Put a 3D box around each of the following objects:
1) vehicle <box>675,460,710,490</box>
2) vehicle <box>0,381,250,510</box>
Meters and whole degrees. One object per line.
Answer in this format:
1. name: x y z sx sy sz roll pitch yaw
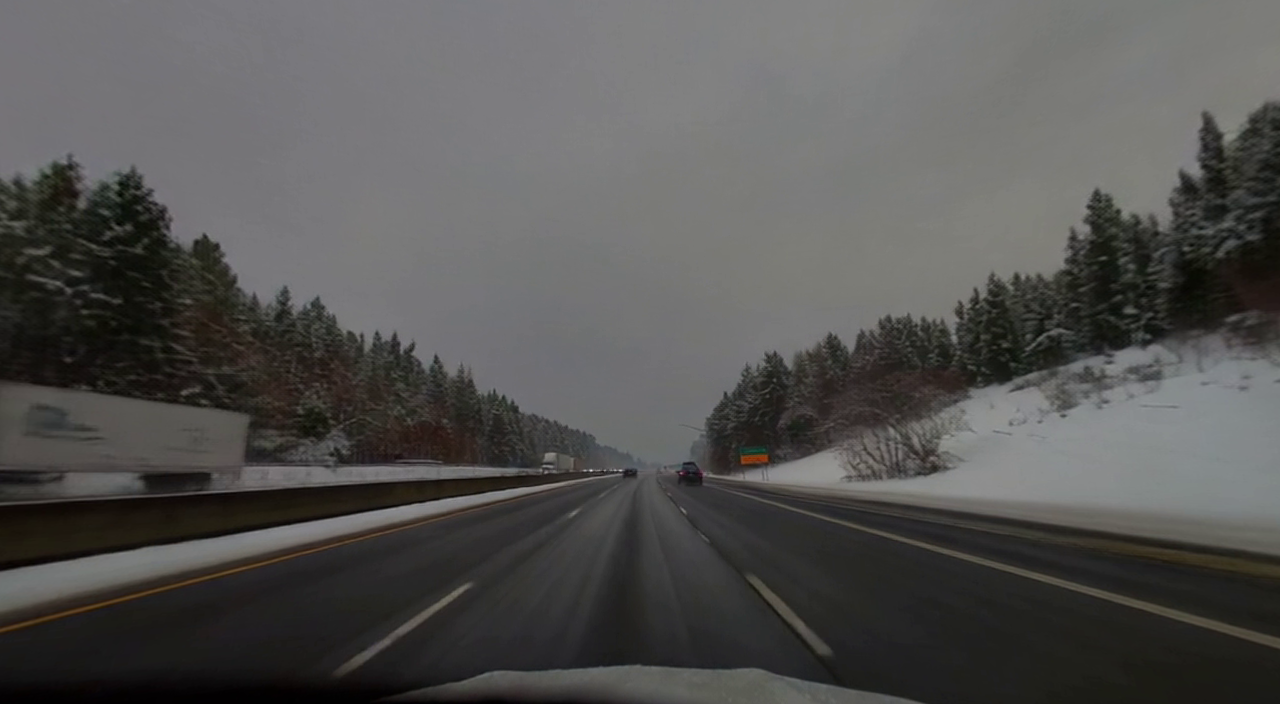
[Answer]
1. vehicle: 3.651 8.647 44.526 2.093 1.933 4.623 1 -10 0
2. vehicle: -21.929 3.976 25.607 2.901 4.051 14.203 1 -10 1
